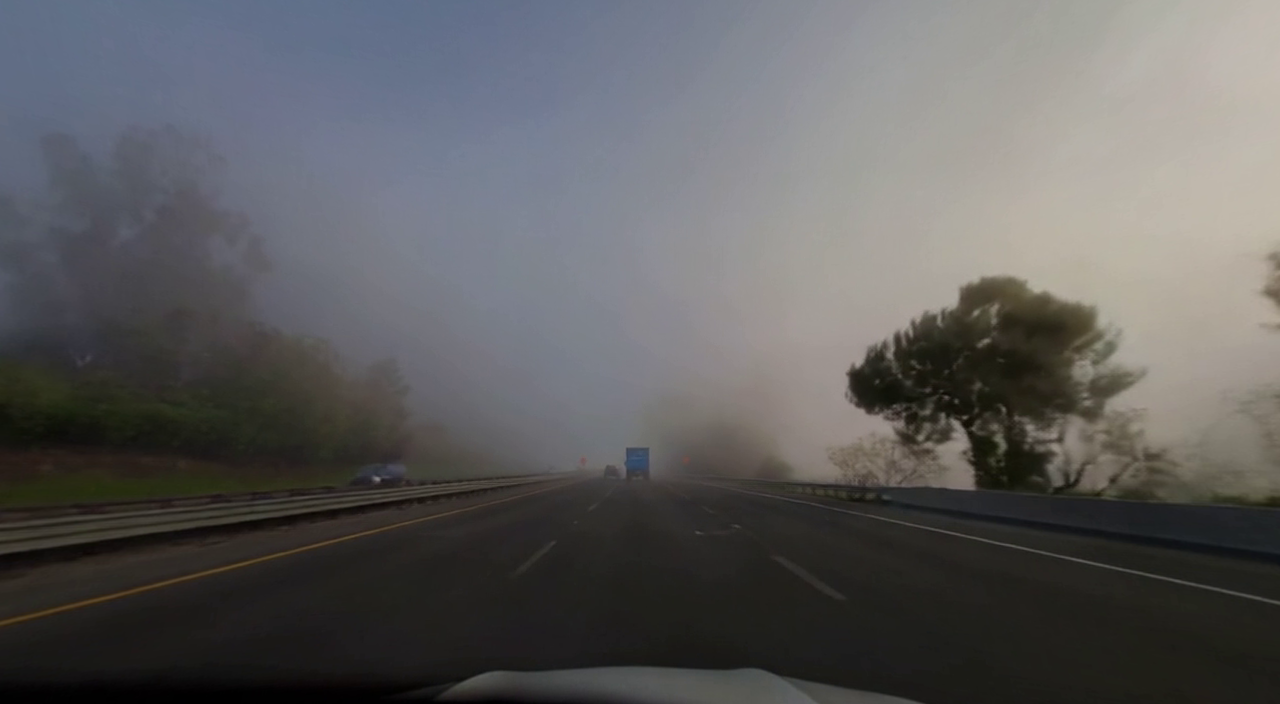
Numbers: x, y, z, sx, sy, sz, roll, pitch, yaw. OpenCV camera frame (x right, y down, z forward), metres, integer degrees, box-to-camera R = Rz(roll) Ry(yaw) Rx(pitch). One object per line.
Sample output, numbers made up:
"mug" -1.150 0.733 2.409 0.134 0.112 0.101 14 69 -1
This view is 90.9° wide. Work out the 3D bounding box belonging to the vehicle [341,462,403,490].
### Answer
"vehicle" -17.040 7.899 40.311 2.099 1.625 4.099 1 -10 1
